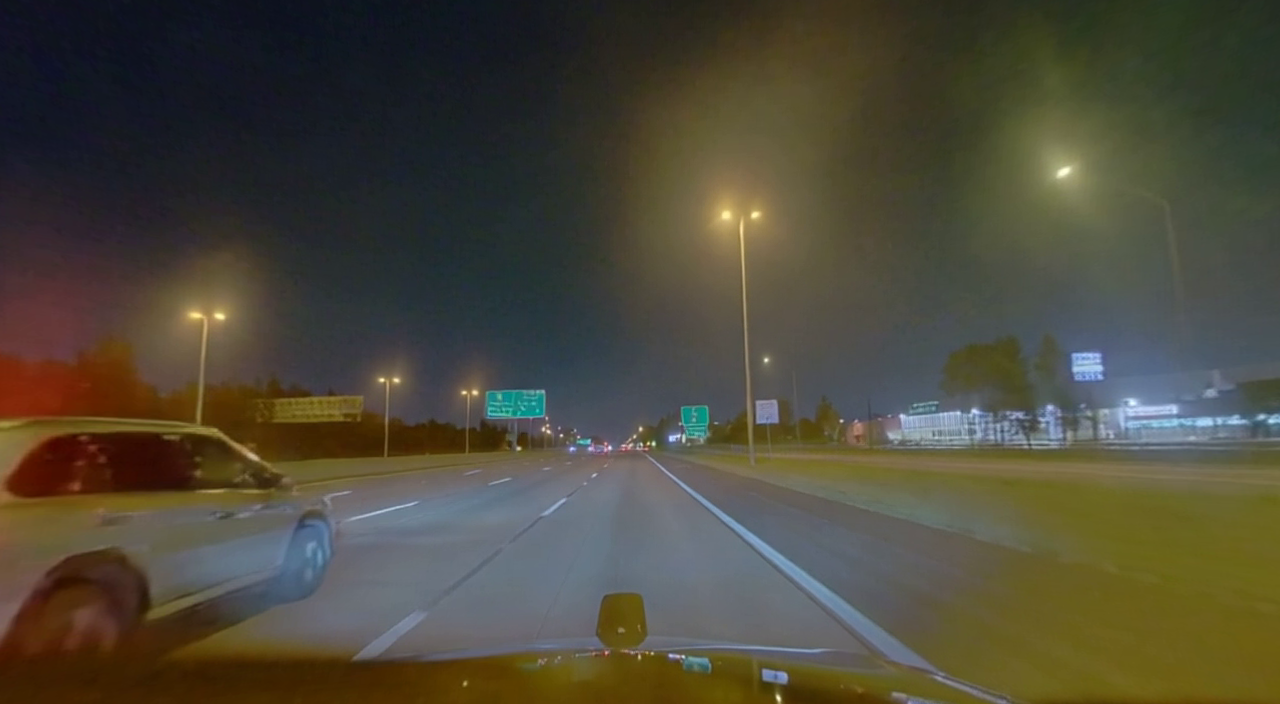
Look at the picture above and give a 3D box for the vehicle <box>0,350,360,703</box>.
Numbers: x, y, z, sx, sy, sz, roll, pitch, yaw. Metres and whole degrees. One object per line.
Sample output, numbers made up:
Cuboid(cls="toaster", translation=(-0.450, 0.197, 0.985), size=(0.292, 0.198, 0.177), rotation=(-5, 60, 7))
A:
Cuboid(cls="vehicle", translation=(-3.905, 1.059, 3.956), size=(2.150, 1.761, 4.697), rotation=(0, -8, 0))
